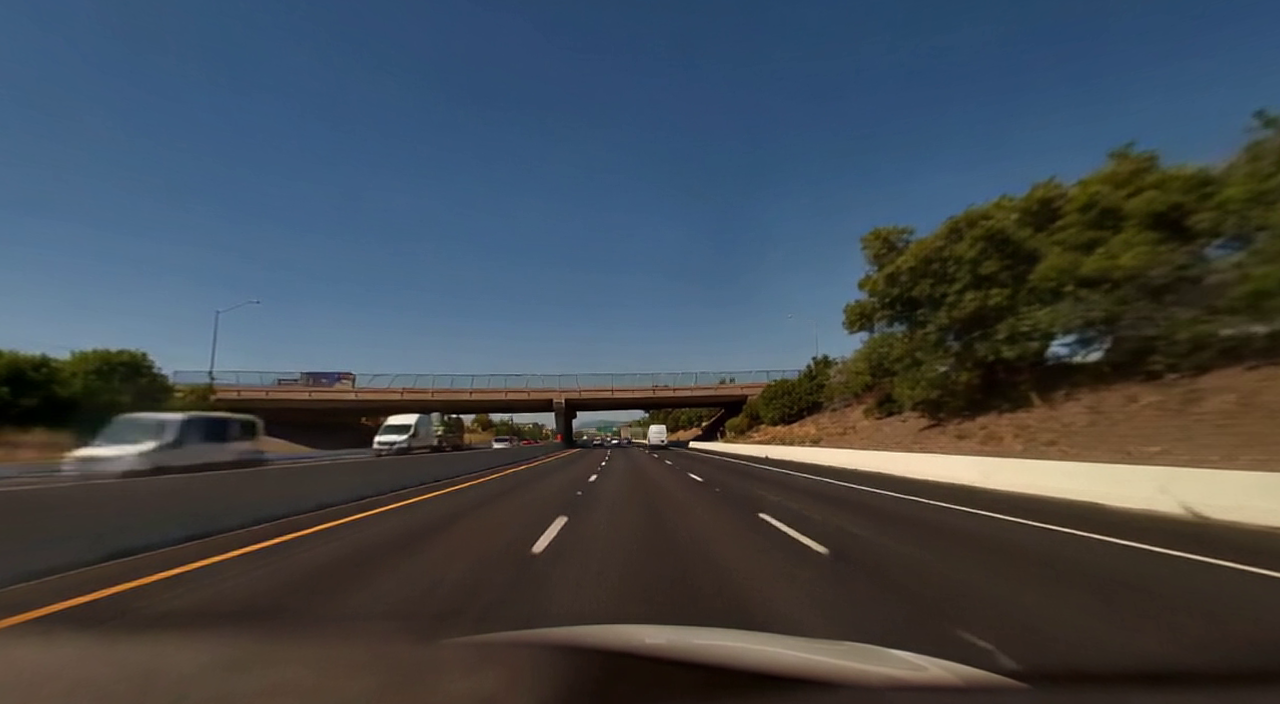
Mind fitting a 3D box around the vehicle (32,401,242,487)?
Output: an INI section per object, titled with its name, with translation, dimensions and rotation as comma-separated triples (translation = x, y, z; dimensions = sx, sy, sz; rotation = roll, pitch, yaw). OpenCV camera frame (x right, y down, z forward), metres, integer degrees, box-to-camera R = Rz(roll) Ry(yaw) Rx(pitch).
[vehicle]
translation = -17.250, 3.224, 22.218
dimensions = 2.416, 2.561, 5.947
rotation = -1, -8, 0
